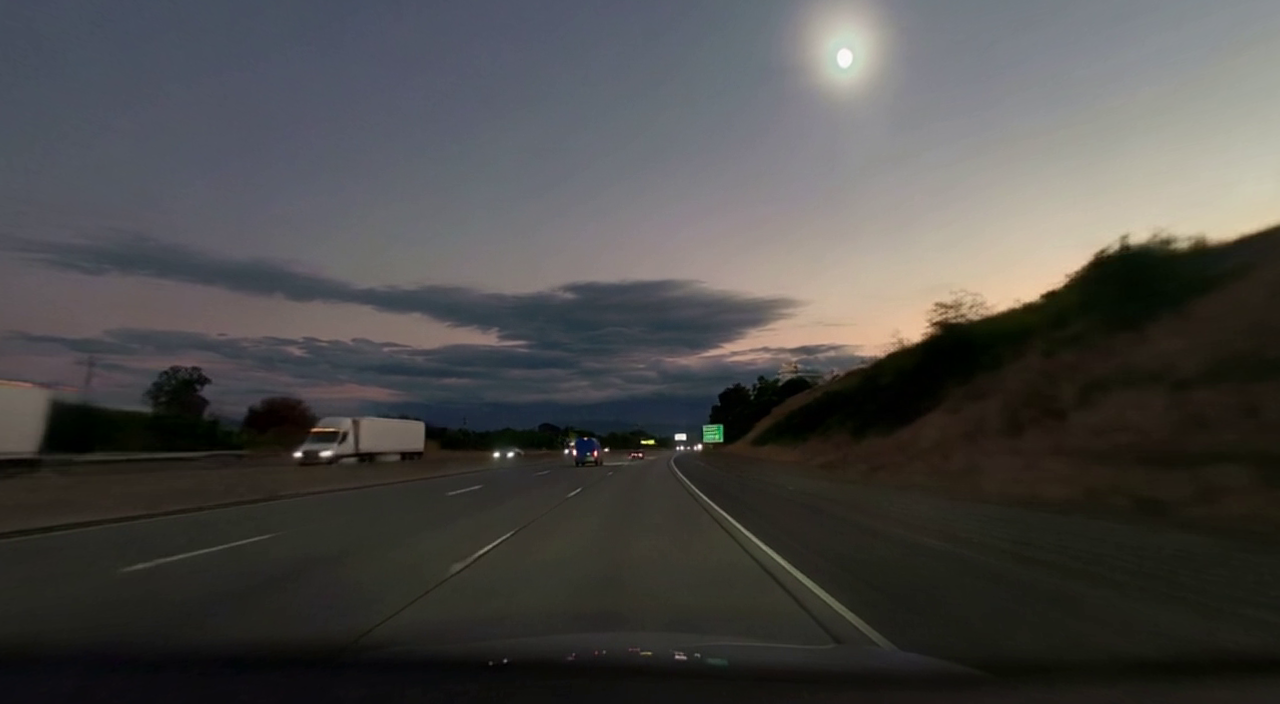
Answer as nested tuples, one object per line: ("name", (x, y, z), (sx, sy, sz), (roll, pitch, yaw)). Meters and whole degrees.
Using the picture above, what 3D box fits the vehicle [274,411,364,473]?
("vehicle", (-22.505, 6.411, 44.653), (2.999, 4.017, 5.918), (-1, -9, 2))
